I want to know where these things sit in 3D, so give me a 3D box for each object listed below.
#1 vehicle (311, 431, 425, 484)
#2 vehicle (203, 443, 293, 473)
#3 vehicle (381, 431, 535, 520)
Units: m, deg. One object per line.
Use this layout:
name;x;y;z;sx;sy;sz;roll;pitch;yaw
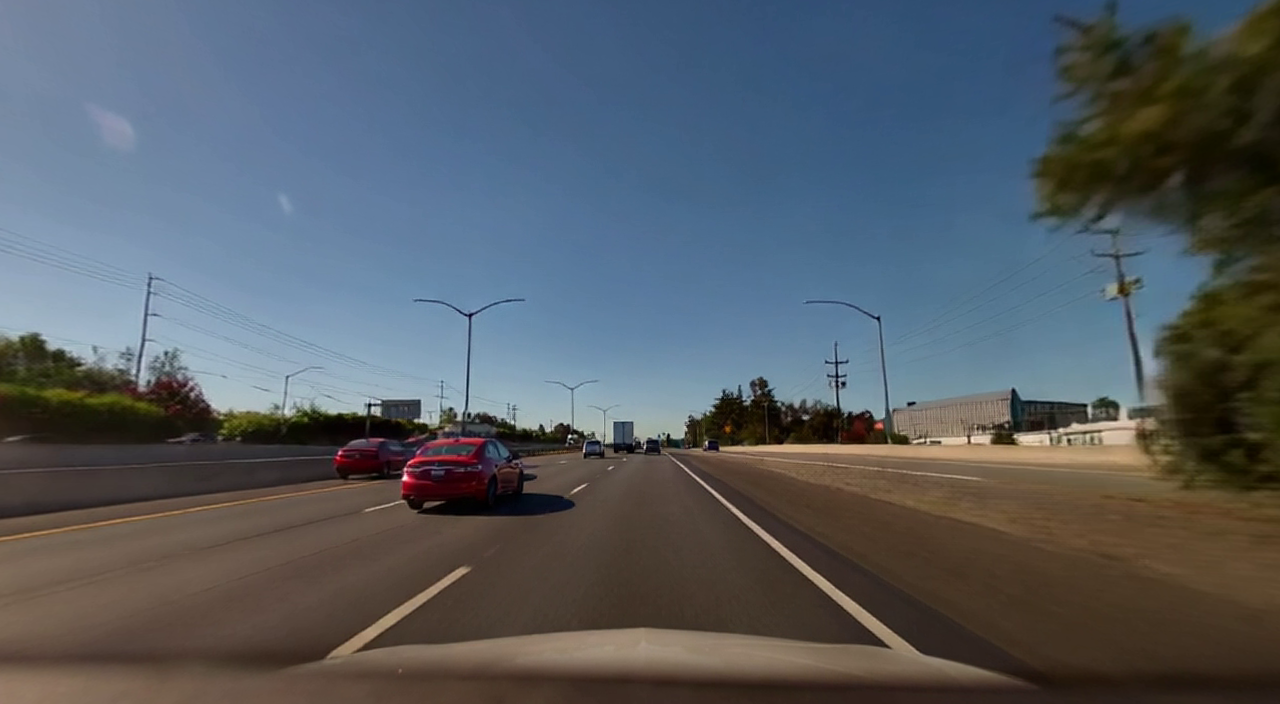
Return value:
vehicle;-10.253;3.994;24.317;2.044;1.810;5.016;-1;-8;2
vehicle;-22.429;6.067;36.366;1.928;1.563;4.820;-1;-8;3
vehicle;-3.476;2.417;12.854;1.953;1.511;3.704;-1;-8;1
